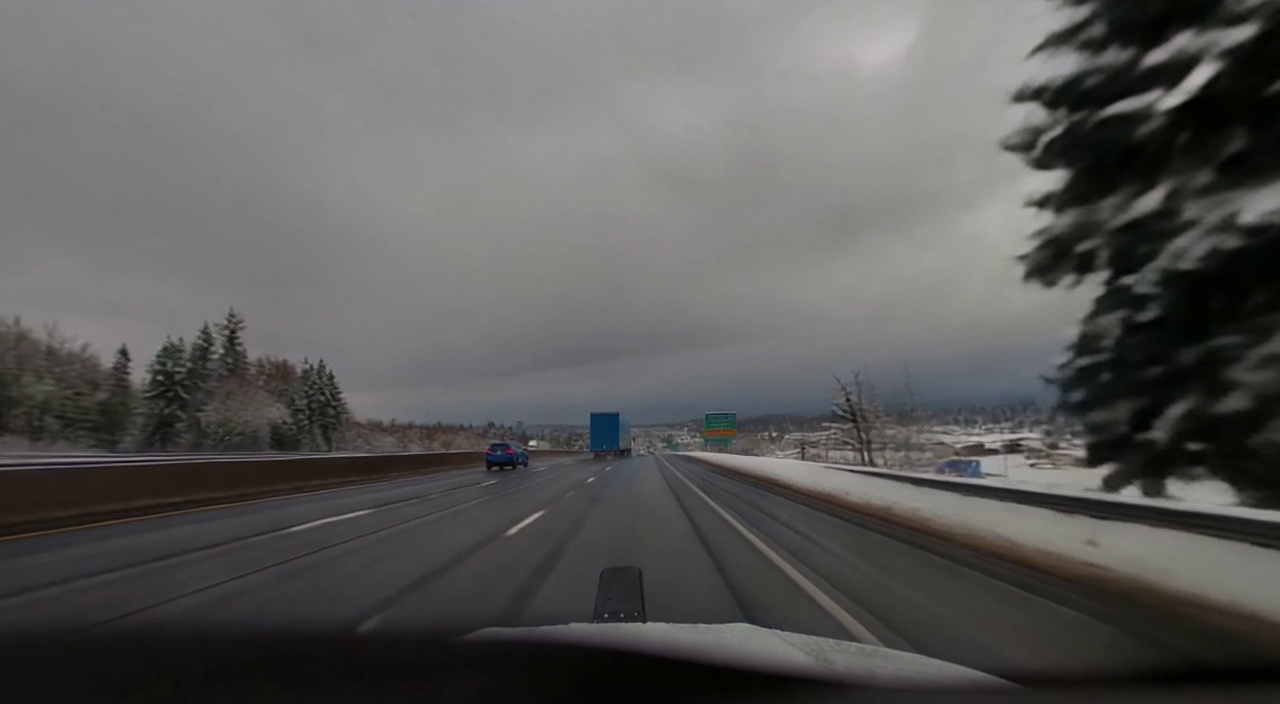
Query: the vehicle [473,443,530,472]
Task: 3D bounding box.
[{"bbox_3d":[-7.414,5.684,34.144,1.901,1.467,4.629,0,-8,2],"label":"vehicle"}]
